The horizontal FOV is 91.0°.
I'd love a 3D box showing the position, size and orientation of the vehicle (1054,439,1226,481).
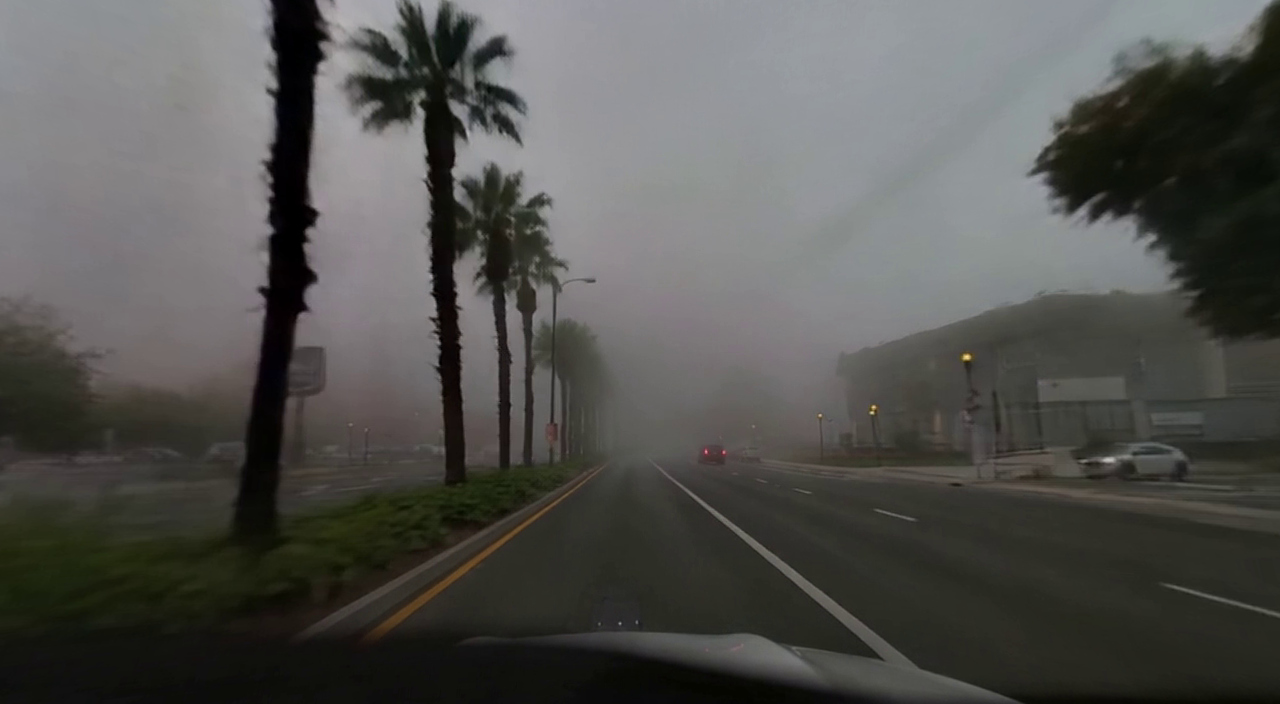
[{"bbox_3d":[17.794,3.860,22.583,4.526,1.429,1.815,0,-9,2],"label":"vehicle"}]
